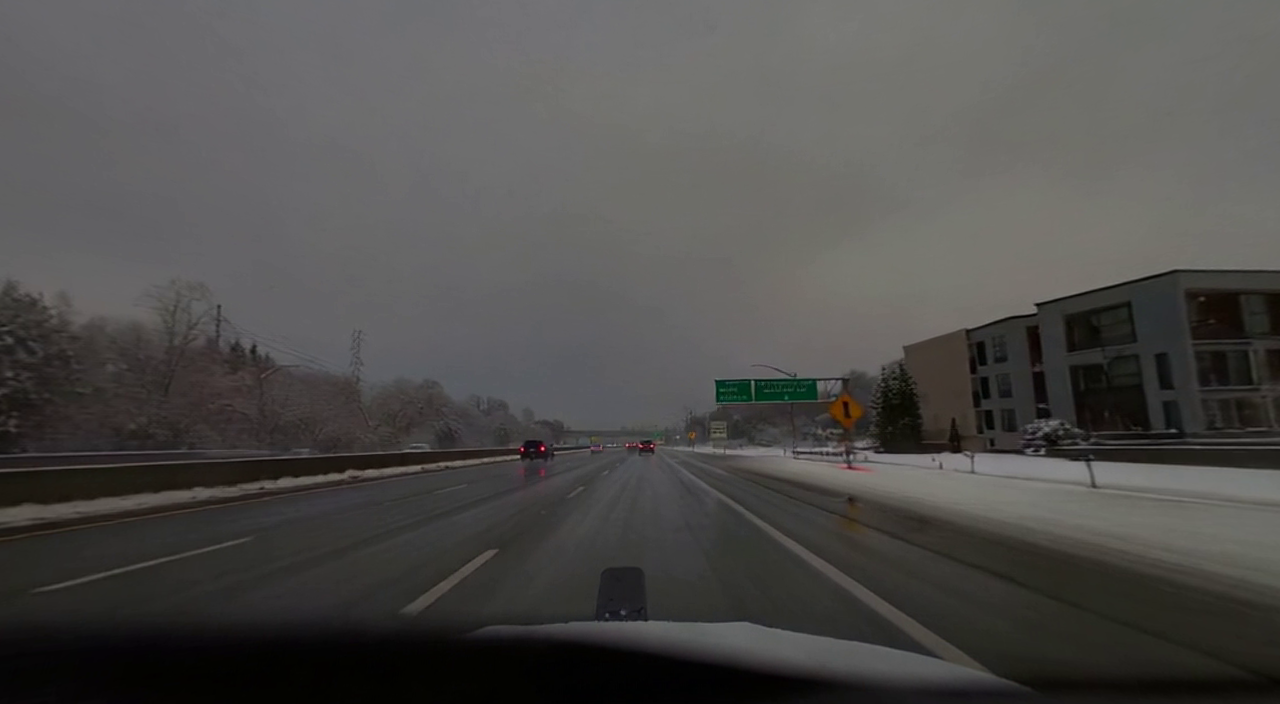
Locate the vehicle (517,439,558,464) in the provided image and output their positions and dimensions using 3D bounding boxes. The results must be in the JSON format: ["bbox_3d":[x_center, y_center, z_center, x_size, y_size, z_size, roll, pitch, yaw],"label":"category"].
[{"bbox_3d":[-7.305,7.118,45.317,2.088,1.678,4.426,0,-8,1],"label":"vehicle"}]
